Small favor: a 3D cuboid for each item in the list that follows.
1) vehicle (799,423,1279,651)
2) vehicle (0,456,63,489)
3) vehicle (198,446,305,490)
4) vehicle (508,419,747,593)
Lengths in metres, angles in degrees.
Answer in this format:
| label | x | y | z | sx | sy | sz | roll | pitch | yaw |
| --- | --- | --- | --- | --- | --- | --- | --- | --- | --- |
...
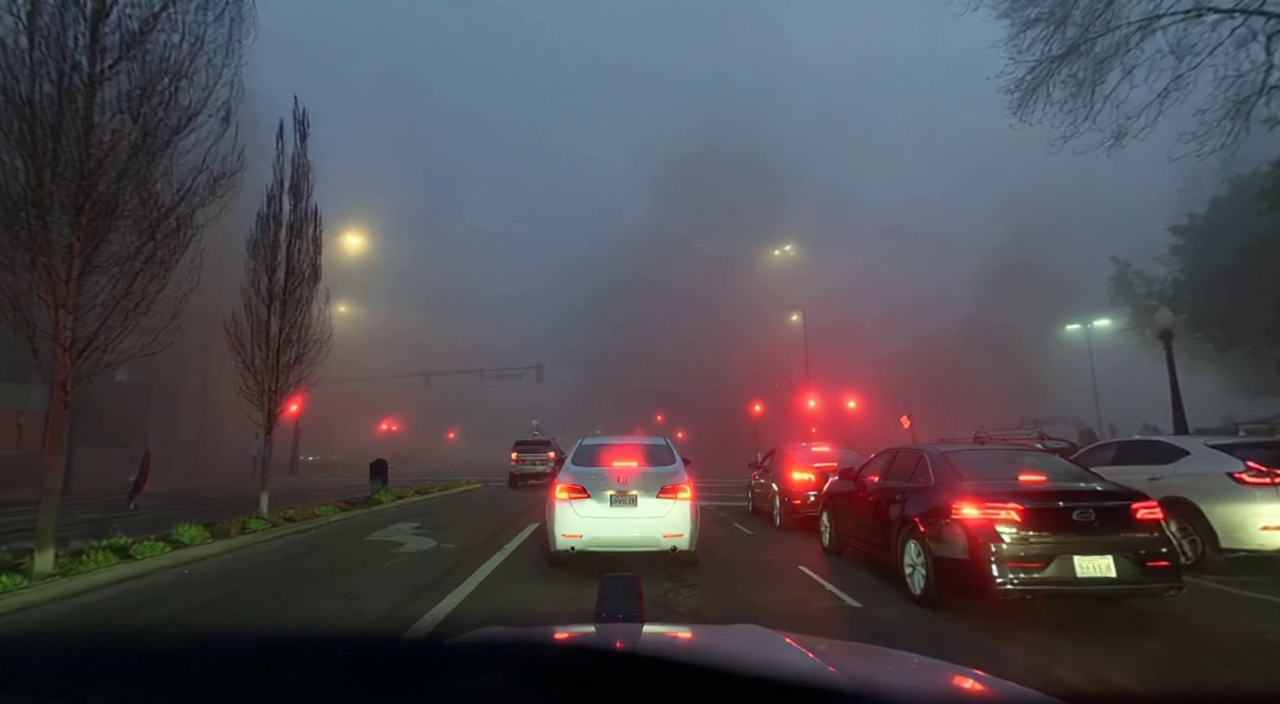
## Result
| label | x | y | z | sx | sy | sz | roll | pitch | yaw |
| --- | --- | --- | --- | --- | --- | --- | --- | --- | --- |
| vehicle | 3.207 | 1.546 | 6.436 | 1.912 | 1.454 | 4.537 | 0 | -9 | -1 |
| vehicle | -31.731 | 5.998 | 31.558 | 1.913 | 1.531 | 4.000 | -9 | -12 | 43 |
| vehicle | -15.517 | 4.628 | 25.547 | 1.933 | 1.614 | 4.042 | 0 | -9 | -4 |
| vehicle | -0.145 | 1.671 | 7.678 | 2.118 | 1.512 | 4.013 | 0 | -9 | -1 |
